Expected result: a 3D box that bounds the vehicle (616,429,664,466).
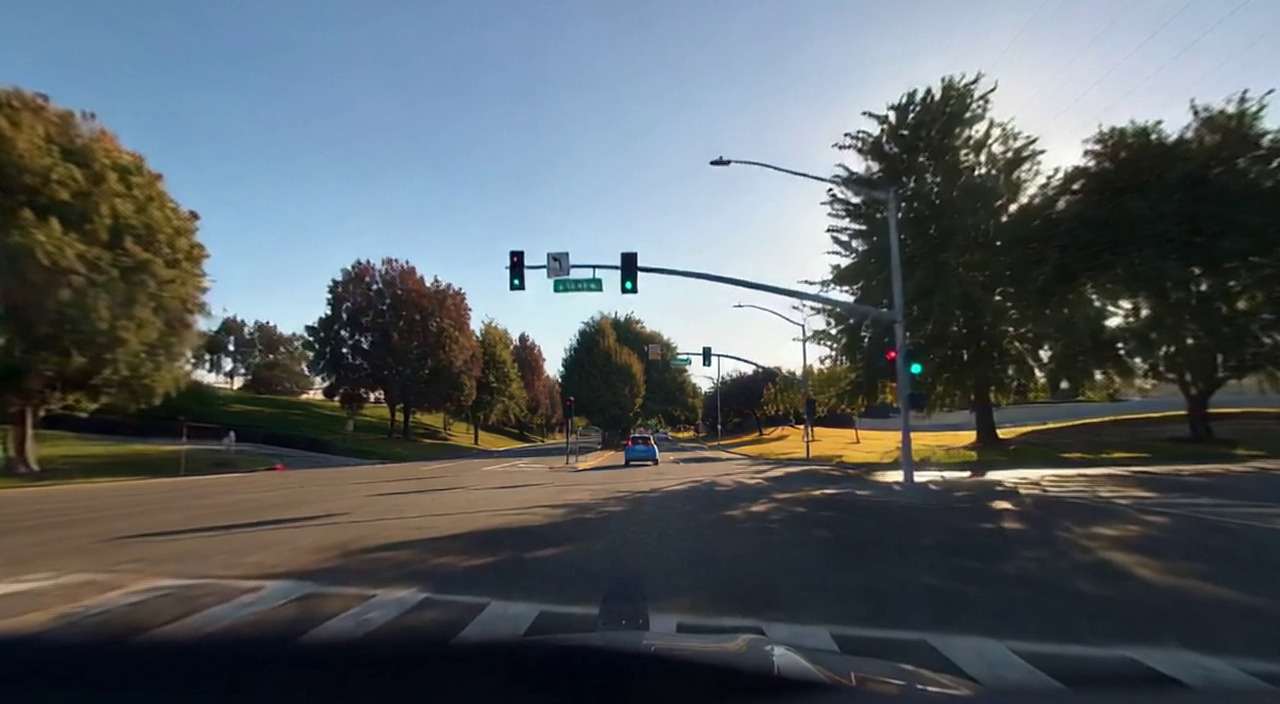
[{"bbox_3d":[0.034,4.805,31.828,2.256,1.734,4.176,0,-8,0],"label":"vehicle"}]
